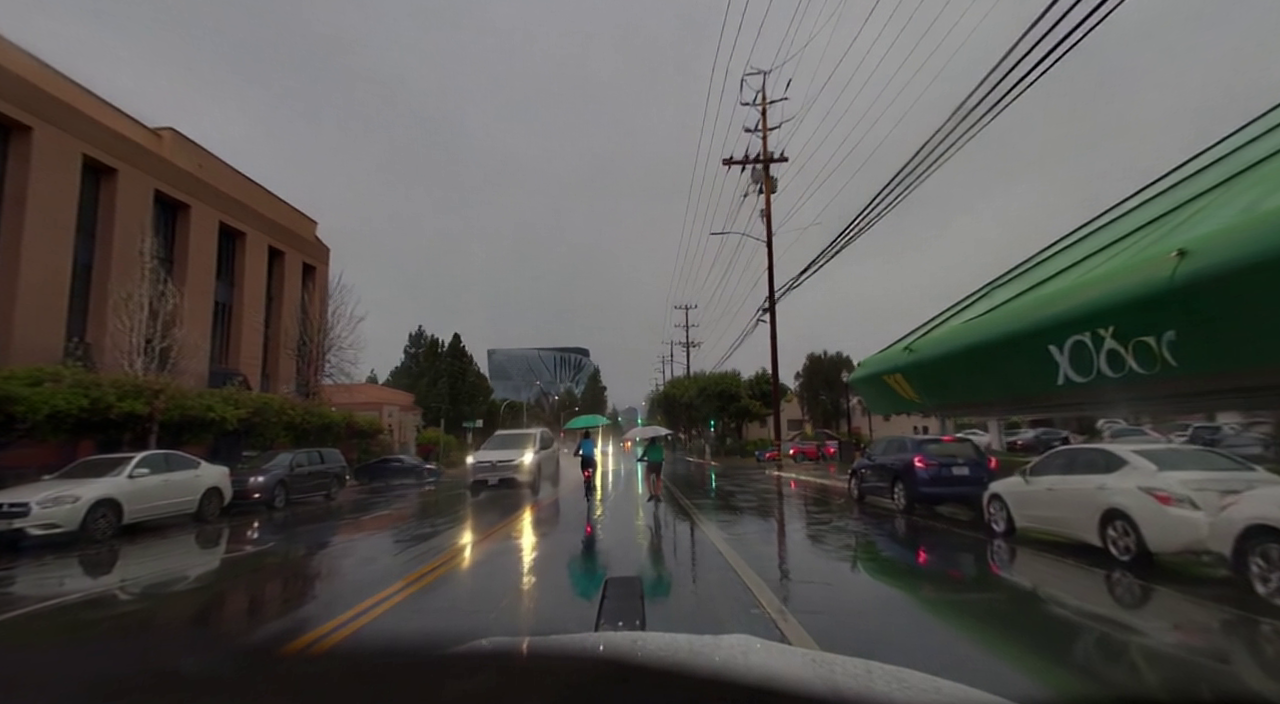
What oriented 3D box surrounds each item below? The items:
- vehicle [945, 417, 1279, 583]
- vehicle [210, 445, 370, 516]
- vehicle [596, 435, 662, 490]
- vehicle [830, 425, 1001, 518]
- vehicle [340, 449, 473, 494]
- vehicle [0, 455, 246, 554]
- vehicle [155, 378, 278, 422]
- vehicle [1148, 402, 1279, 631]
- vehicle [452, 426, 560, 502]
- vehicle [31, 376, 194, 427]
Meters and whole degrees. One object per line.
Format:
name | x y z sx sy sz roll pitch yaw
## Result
vehicle | 5.862 1.713 8.099 1.900 1.566 3.995 0 -8 0
vehicle | -10.274 3.755 19.142 2.075 1.816 4.900 0 -8 -1
vehicle | -0.385 3.950 22.901 2.190 1.783 4.048 0 -8 -1
vehicle | 5.790 2.543 13.902 1.873 1.714 3.979 0 -8 -1
vehicle | -10.265 5.277 28.113 4.961 1.832 2.287 0 -8 -1
vehicle | -10.274 2.856 12.581 1.904 1.495 4.585 0 -8 0
vehicle | -17.139 1.986 25.722 3.685 1.584 1.708 1 -9 -3
vehicle | 5.538 1.012 3.393 1.972 1.623 4.469 0 -8 2
vehicle | -3.834 3.317 19.130 2.184 1.954 4.898 0 -8 0
vehicle | -17.290 1.661 20.850 3.750 1.495 1.727 -1 -8 -2
